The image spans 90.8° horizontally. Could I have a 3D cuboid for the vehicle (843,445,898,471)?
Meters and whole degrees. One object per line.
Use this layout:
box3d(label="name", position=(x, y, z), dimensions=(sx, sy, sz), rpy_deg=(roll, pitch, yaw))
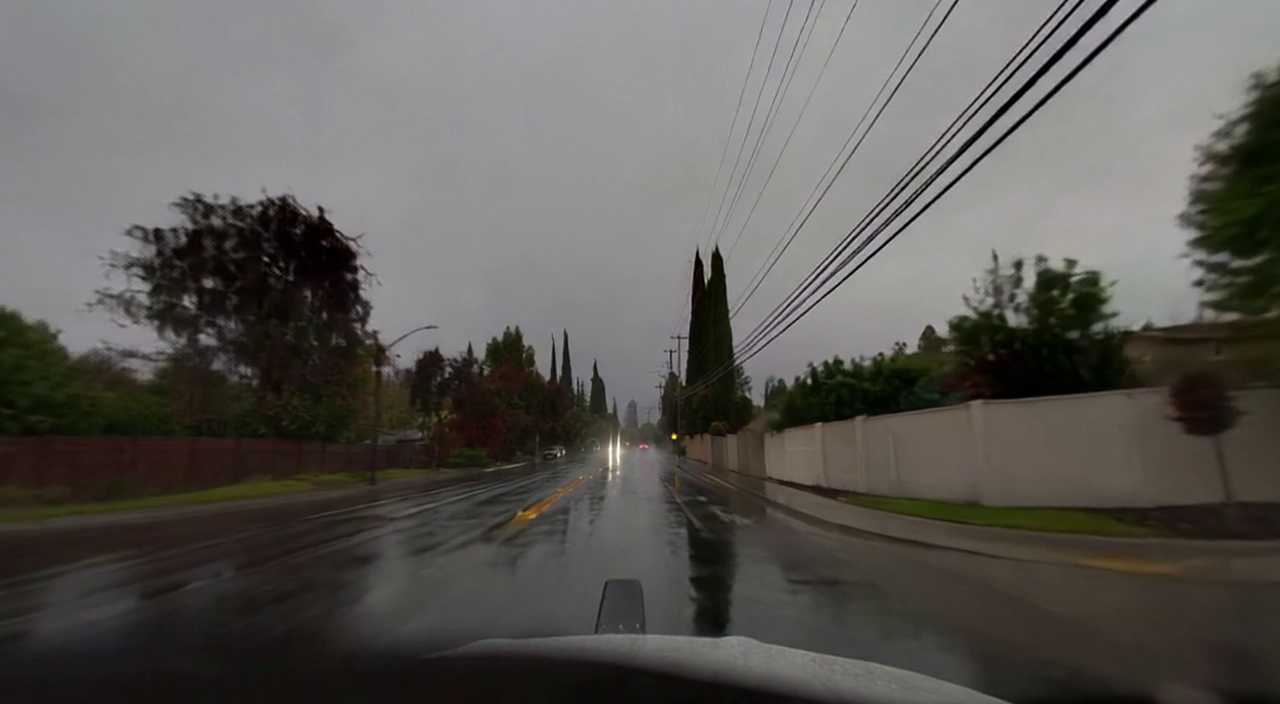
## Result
box3d(label="vehicle", position=(14.640, 6.749, 40.391), dimensions=(1.810, 1.470, 4.551), rpy_deg=(1, -8, 0))
